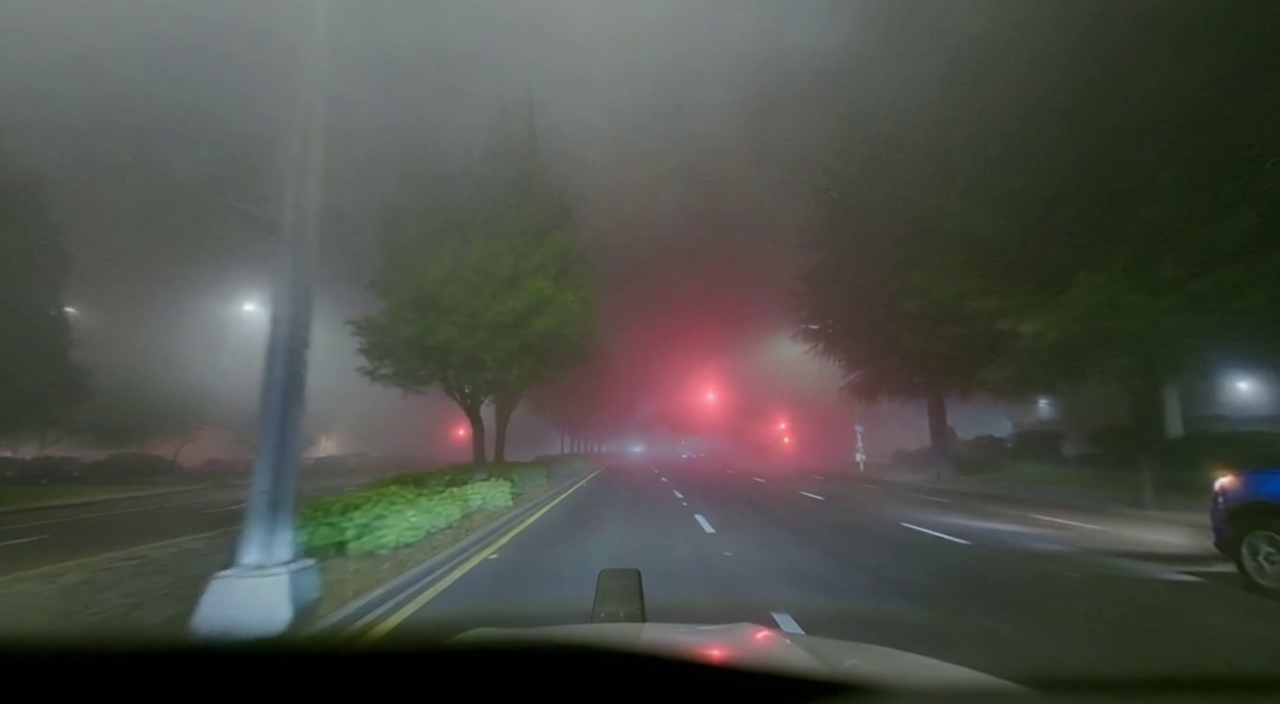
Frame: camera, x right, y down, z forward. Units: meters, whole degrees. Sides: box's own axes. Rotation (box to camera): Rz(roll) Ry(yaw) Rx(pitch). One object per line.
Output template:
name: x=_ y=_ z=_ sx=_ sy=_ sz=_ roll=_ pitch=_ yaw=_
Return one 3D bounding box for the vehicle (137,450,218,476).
vehicle: x=-34.385 y=8.216 z=47.097 sx=4.594 sy=1.801 sz=2.489 roll=5 pitch=-10 yaw=-35

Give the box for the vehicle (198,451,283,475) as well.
vehicle: x=-28.531 y=7.944 z=45.209 sx=4.657 sy=1.636 sz=2.059 roll=0 pitch=-8 yaw=0

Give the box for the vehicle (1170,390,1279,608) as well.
vehicle: x=6.217 y=0.992 z=3.776 sx=2.012 sy=1.754 sz=4.635 roll=0 pitch=-8 yaw=0

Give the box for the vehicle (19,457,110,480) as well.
vehicle: x=-40.884 y=8.250 z=44.972 sx=4.364 sy=1.506 sz=1.833 roll=1 pitch=-8 yaw=-8
